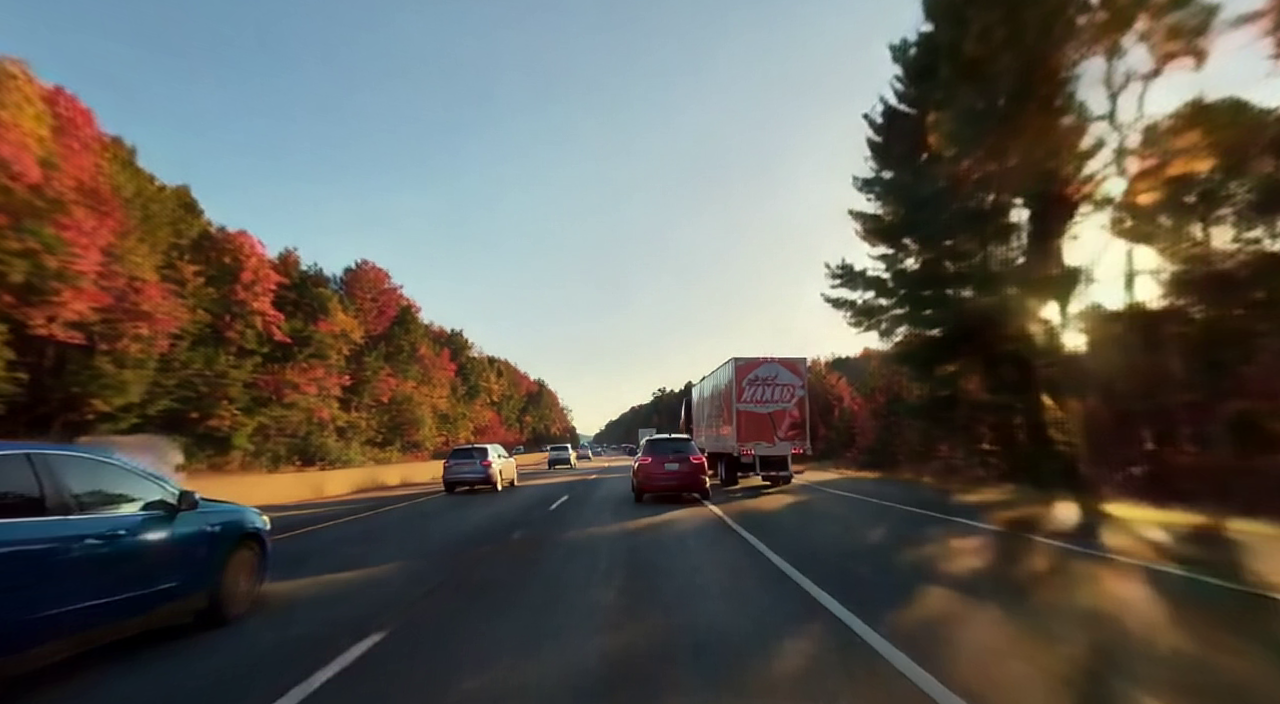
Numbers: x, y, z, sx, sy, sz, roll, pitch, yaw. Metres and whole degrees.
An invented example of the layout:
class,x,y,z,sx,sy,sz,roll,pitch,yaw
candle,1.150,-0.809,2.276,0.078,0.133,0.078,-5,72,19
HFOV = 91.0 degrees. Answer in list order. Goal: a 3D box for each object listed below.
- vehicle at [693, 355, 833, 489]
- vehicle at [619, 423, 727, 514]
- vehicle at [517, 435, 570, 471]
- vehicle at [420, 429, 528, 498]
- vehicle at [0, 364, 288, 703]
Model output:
class,x,y,z,sx,sy,sz,roll,pitch,yaw
vehicle,4.336,3.132,26.280,2.828,4.081,14.220,0,-8,-1
vehicle,0.601,2.428,13.549,2.017,1.662,3.543,0,-8,0
vehicle,-4.733,5.034,31.580,2.014,1.683,4.275,0,-8,0
vehicle,-4.343,2.954,17.099,1.905,1.642,3.803,0,-8,0
vehicle,-4.075,0.929,3.221,1.983,1.666,4.452,0,-8,0
